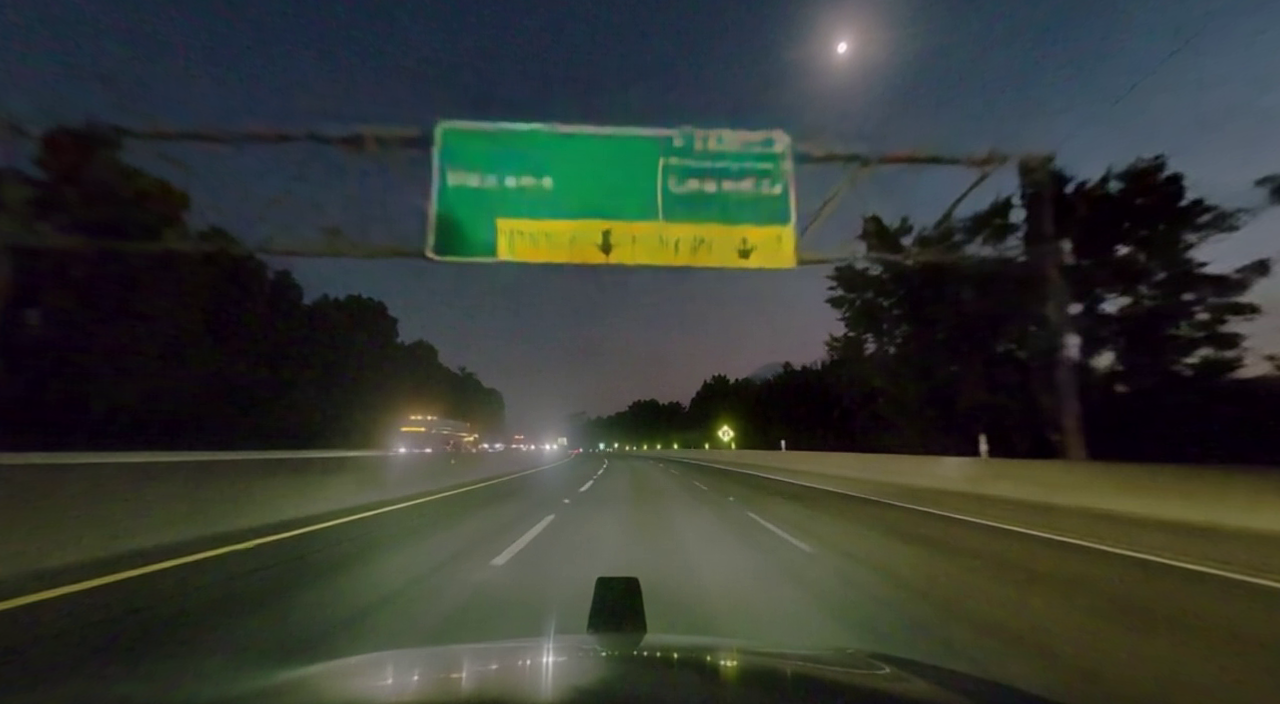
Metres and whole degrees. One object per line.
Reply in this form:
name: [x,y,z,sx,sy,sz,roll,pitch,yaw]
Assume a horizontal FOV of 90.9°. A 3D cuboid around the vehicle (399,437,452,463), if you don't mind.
vehicle: [-12.950,5.958,38.335,1.831,1.512,4.262,0,-9,-2]
